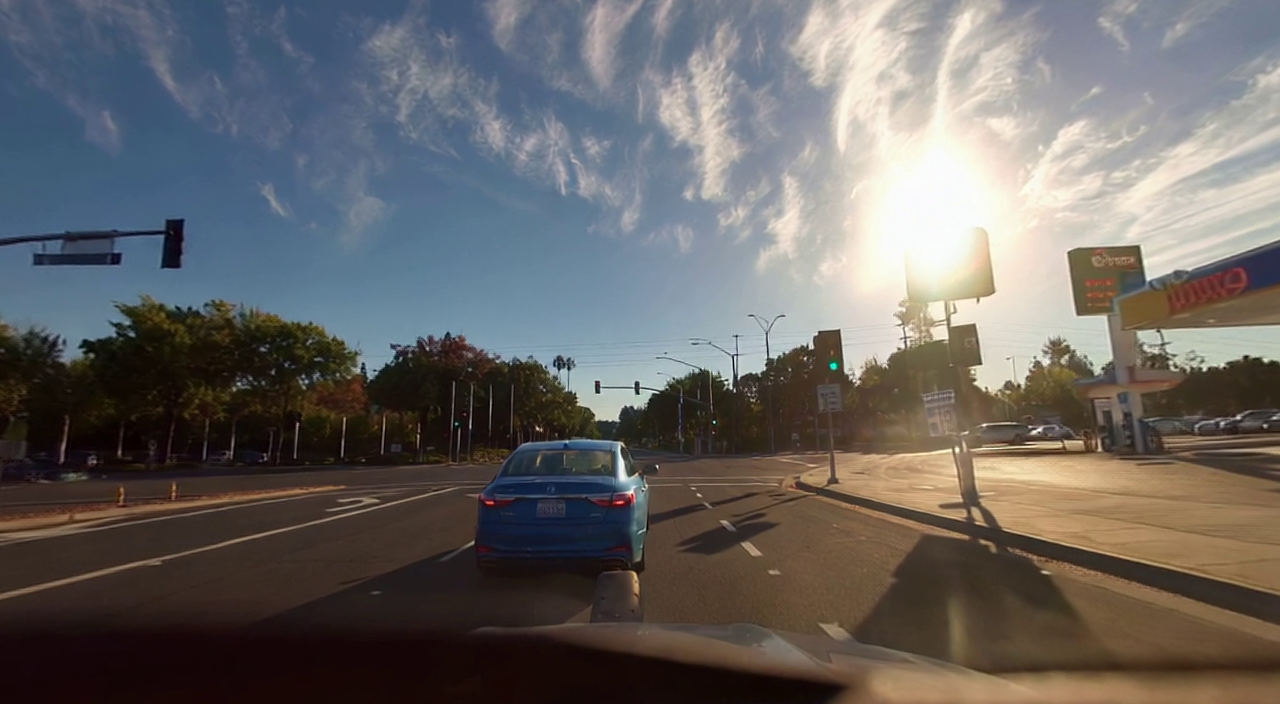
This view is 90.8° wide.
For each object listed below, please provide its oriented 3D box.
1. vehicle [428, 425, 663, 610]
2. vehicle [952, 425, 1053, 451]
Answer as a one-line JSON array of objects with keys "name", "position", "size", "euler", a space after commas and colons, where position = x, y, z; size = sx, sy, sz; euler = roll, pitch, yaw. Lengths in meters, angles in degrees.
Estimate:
[{"name": "vehicle", "position": [-0.707, 1.701, 7.519], "size": [1.916, 1.510, 4.447], "euler": [0, -8, 3]}, {"name": "vehicle", "position": [21.989, 5.230, 38.447], "size": [4.874, 1.502, 2.048], "euler": [0, -8, 1]}]
